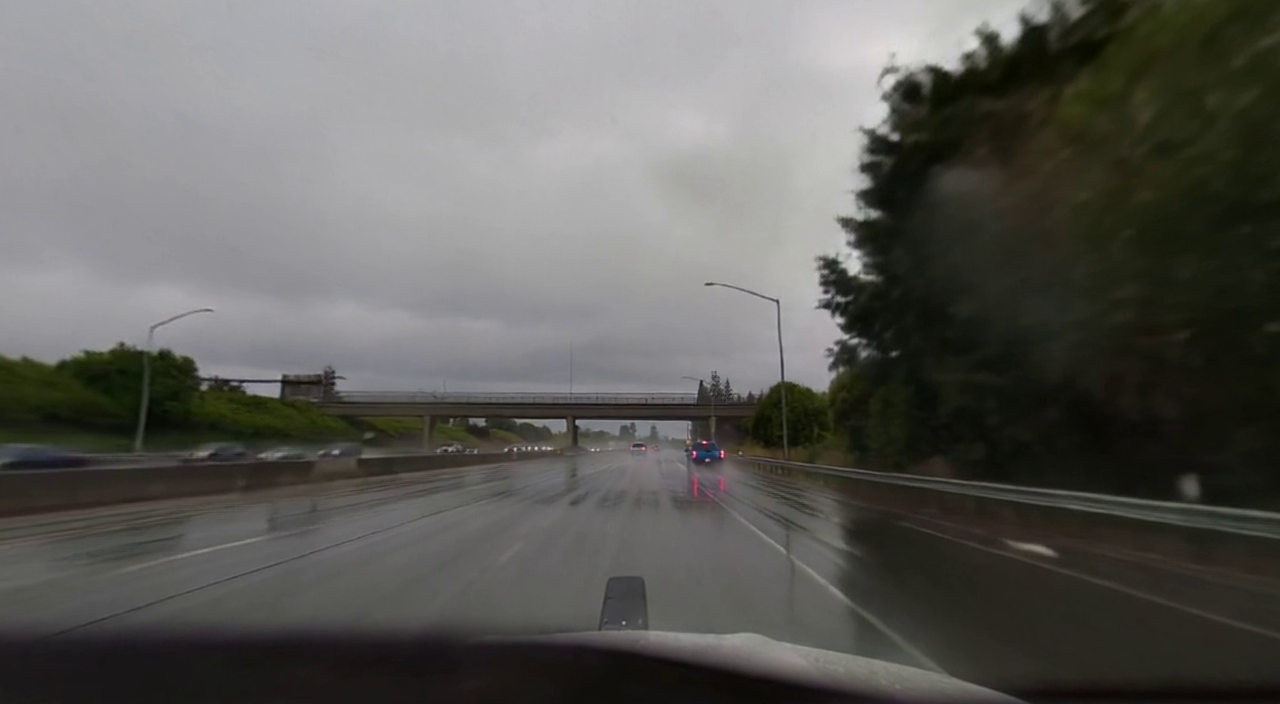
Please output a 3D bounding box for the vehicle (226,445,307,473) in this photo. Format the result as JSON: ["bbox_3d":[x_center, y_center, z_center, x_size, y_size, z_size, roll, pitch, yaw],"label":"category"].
[{"bbox_3d":[-20.704,5.945,35.207,1.943,1.428,4.122,0,-8,1],"label":"vehicle"}]

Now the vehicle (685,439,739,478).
[{"bbox_3d":[3.251,4.920,29.434,2.010,1.637,4.940,0,-8,1],"label":"vehicle"}]

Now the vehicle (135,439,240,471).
[{"bbox_3d":[-24.047,5.468,33.798,2.051,1.570,4.705,0,-8,1],"label":"vehicle"}]
